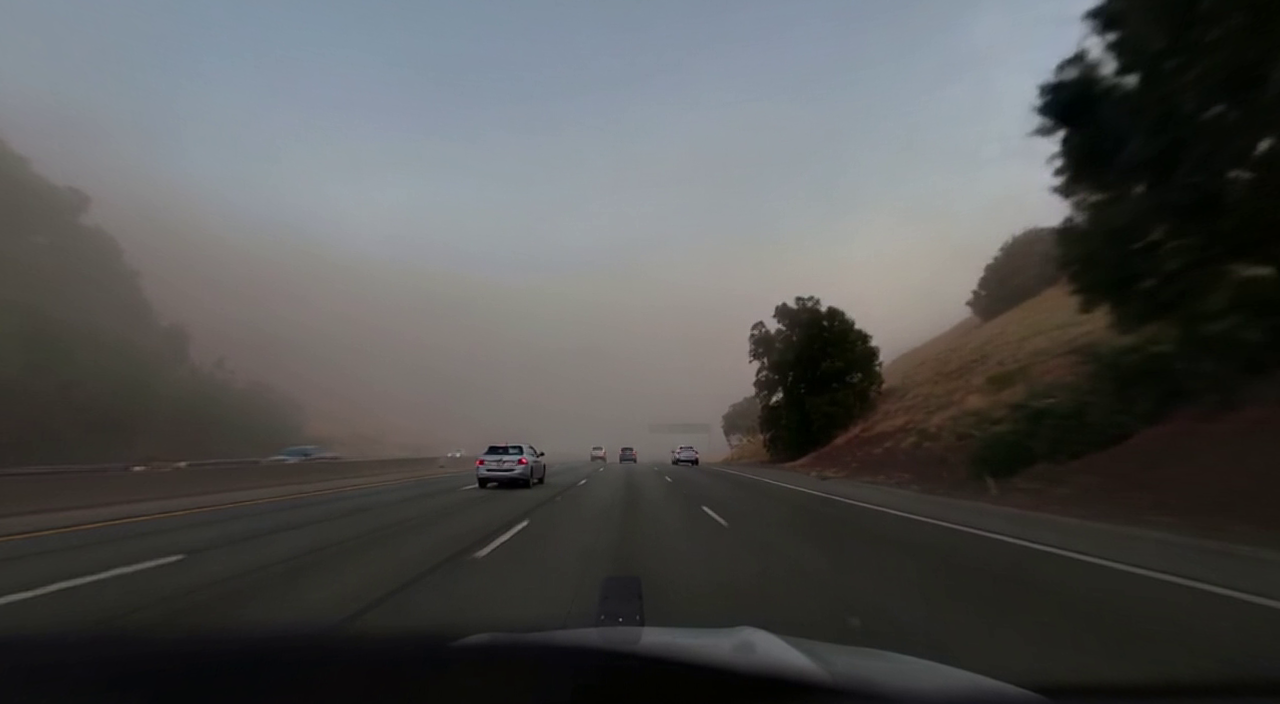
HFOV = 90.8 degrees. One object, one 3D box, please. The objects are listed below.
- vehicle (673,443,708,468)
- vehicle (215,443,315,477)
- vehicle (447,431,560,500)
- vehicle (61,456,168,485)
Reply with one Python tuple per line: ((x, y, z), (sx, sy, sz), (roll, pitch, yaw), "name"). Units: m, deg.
((3.693, 7.661, 46.984), (2.164, 1.788, 4.500), (0, -9, -2), "vehicle")
((-21.810, 6.282, 37.115), (2.154, 1.819, 6.021), (0, -9, 0), "vehicle")
((-3.693, 3.190, 18.099), (2.166, 1.700, 4.661), (0, -9, 0), "vehicle")
((-29.248, 6.571, 35.374), (1.842, 1.438, 4.842), (0, -9, 0), "vehicle")
